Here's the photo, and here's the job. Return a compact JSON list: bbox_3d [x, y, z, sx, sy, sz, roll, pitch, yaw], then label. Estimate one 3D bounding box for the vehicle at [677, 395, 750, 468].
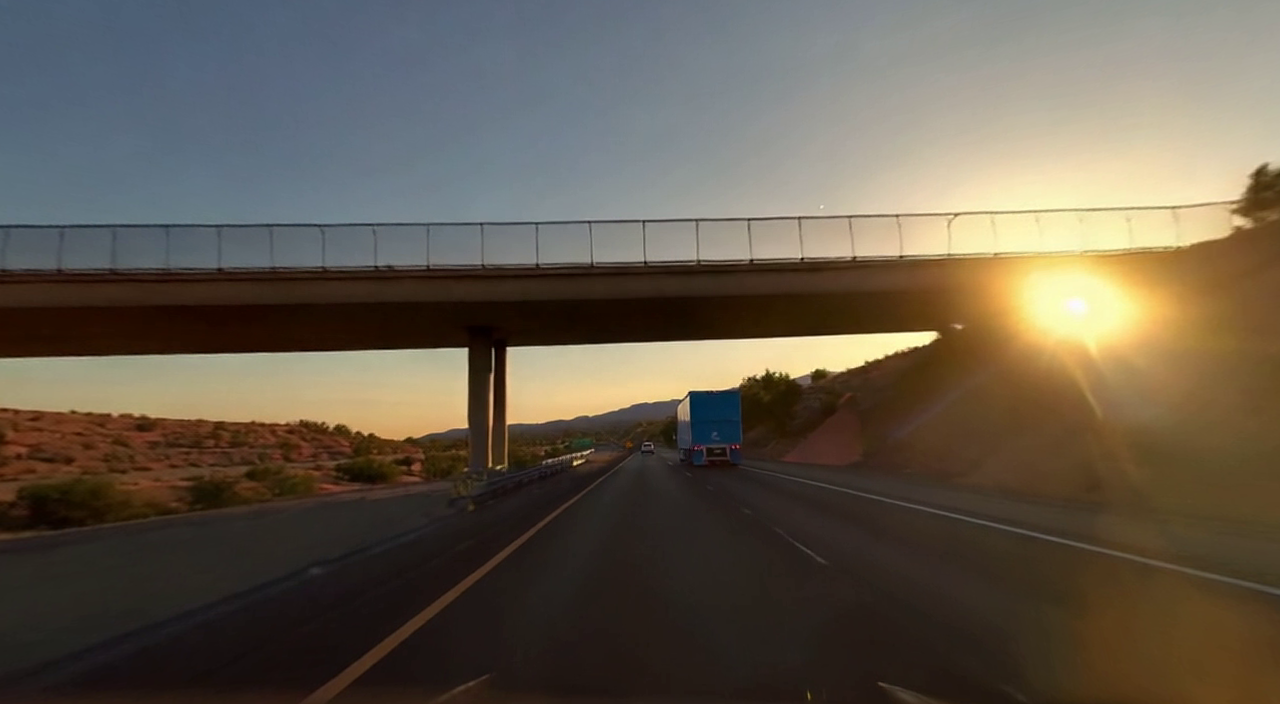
[{"bbox_3d":[4.171,4.914,38.391,3.024,3.834,10.128,0,-8,-1],"label":"vehicle"}]
